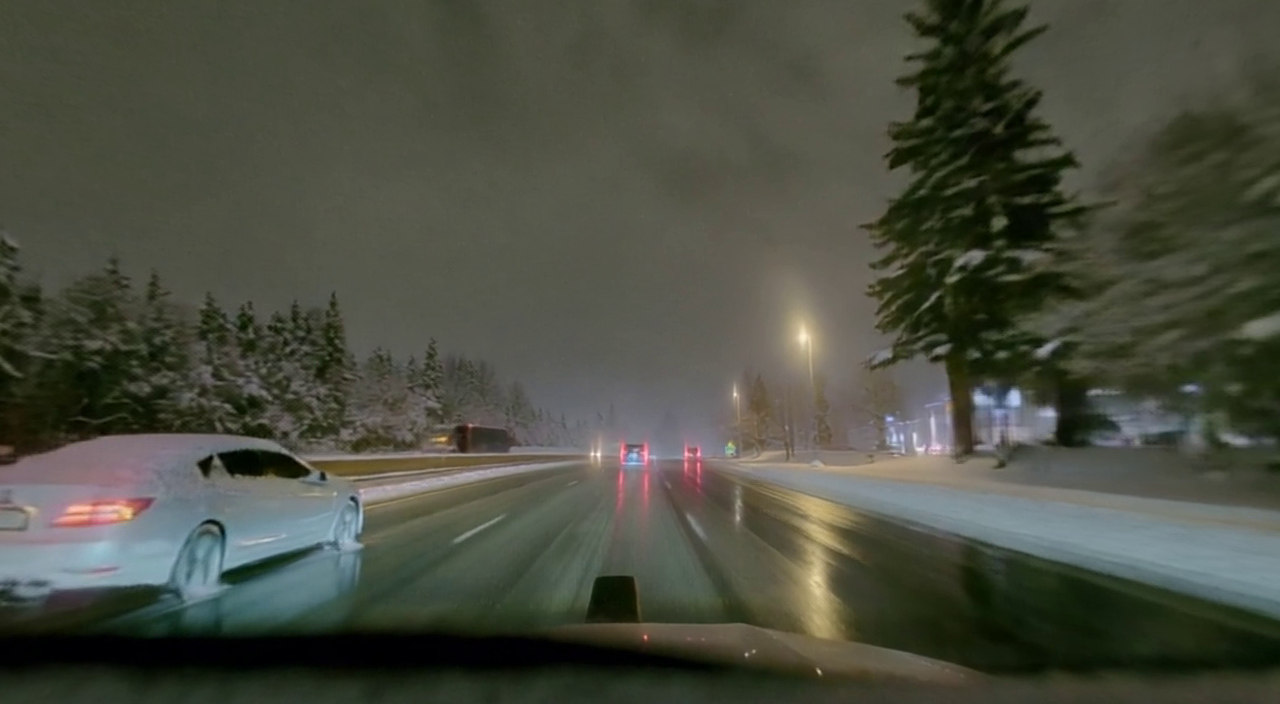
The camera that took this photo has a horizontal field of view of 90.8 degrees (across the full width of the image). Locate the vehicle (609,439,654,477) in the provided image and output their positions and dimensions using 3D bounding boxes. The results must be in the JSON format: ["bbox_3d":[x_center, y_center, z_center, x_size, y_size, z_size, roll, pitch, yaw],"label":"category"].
[{"bbox_3d":[-0.392,5.602,33.681,2.155,1.856,4.796,0,-9,2],"label":"vehicle"}]

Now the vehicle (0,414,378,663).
[{"bbox_3d":[-4.471,1.468,6.142,1.907,1.483,4.562,0,-9,0],"label":"vehicle"}]
